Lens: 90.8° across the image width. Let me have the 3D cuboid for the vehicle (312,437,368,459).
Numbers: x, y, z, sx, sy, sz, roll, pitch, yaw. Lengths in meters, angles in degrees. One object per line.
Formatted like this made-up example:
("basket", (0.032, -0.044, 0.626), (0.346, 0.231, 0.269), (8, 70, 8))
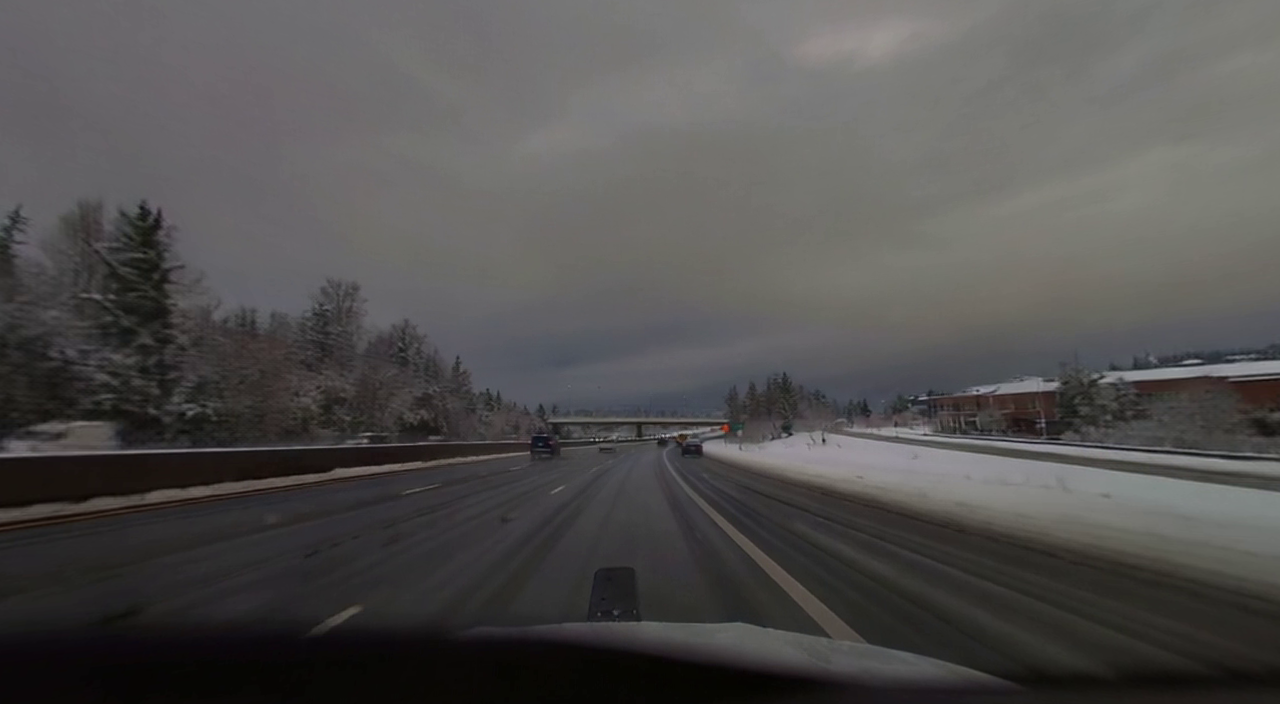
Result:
("vehicle", (-22.571, 7.233, 47.665), (1.820, 1.518, 4.571), (0, -8, 2))

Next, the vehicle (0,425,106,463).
("vehicle", (-34.918, 5.398, 36.976), (2.178, 2.038, 5.783), (0, -8, 1))

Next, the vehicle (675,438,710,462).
("vehicle", (3.385, 6.413, 41.286), (1.967, 1.475, 4.080), (0, -8, 1))

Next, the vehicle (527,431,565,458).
("vehicle", (-6.829, 6.806, 46.466), (2.009, 1.850, 4.338), (0, -8, 2))
